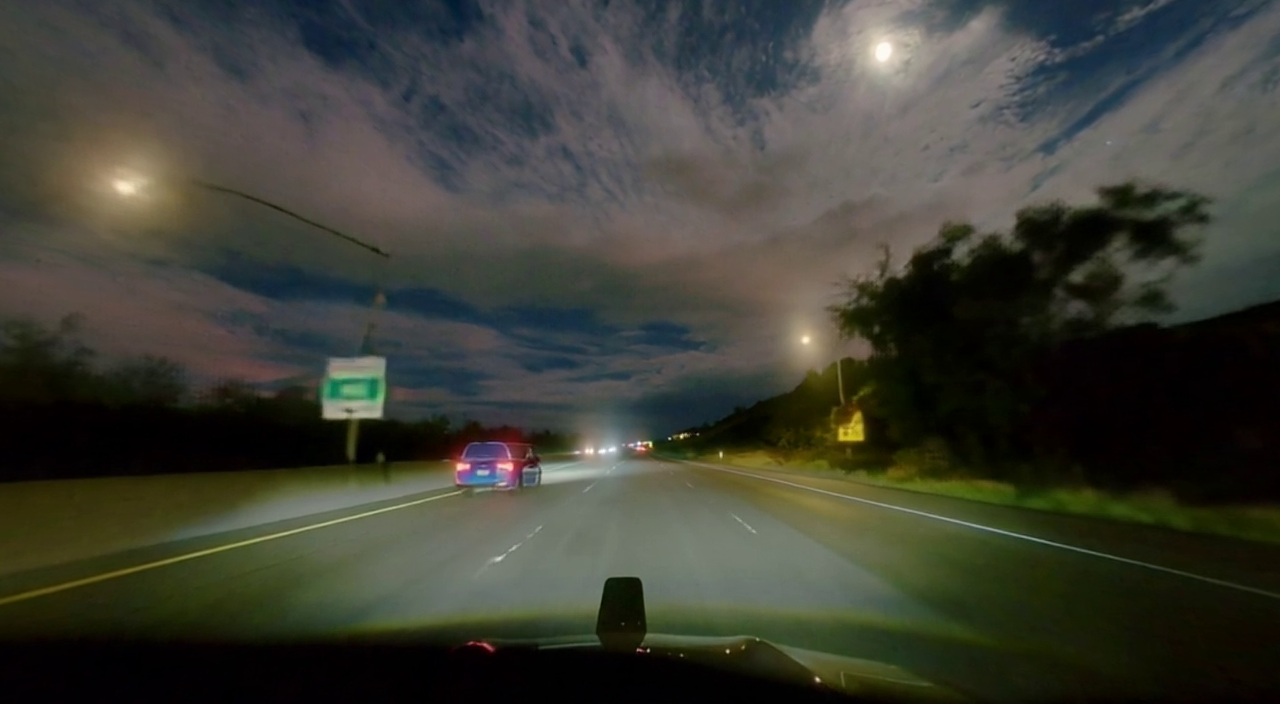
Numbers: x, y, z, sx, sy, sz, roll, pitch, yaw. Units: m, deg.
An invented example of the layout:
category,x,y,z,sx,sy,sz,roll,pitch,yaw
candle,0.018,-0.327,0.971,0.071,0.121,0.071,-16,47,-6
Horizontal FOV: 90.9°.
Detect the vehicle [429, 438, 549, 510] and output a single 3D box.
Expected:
category,x,y,z,sx,sy,sz,roll,pitch,yaw
vehicle,-3.576,2.977,15.763,1.965,1.556,3.971,0,-9,1
